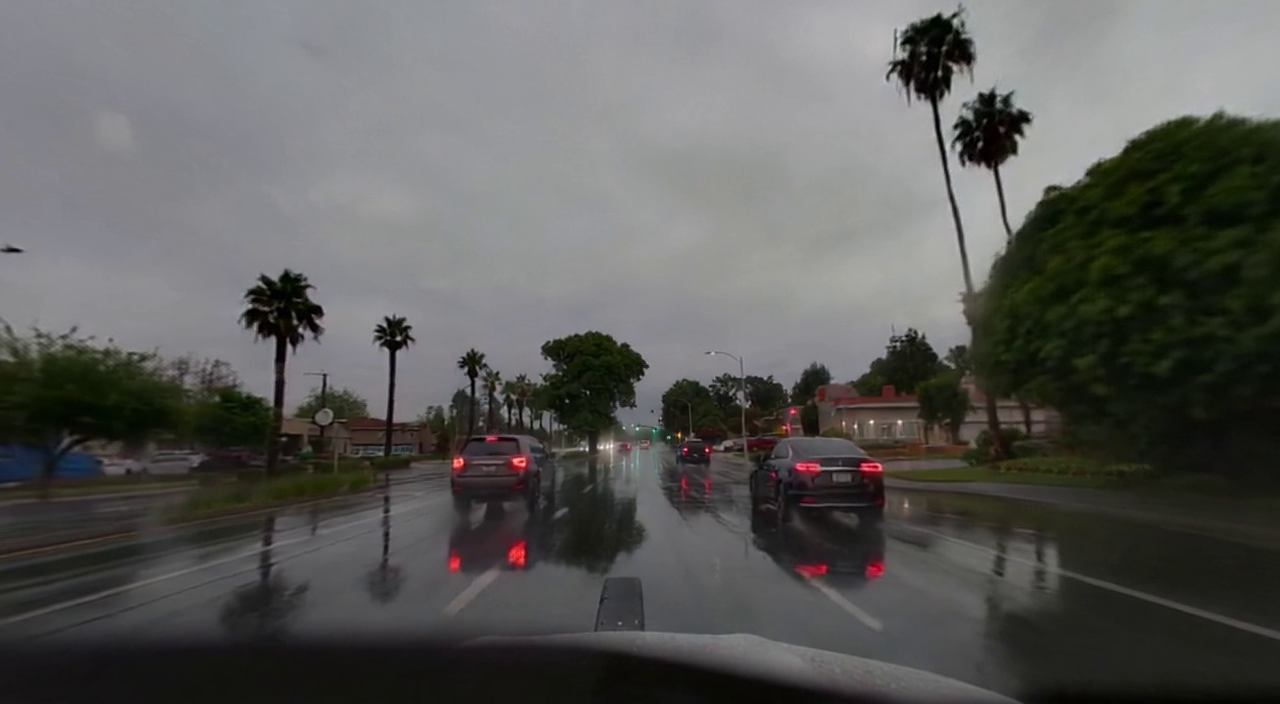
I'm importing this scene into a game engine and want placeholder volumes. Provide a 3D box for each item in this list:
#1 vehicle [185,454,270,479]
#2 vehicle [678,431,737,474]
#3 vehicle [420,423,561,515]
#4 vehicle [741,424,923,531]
[{"bbox_3d":[-29.092,8.083,44.505,4.586,1.513,1.973,-2,-9,-2],"label":"vehicle"},{"bbox_3d":[3.210,4.914,30.892,2.244,1.901,4.561,0,-8,-2],"label":"vehicle"},{"bbox_3d":[-3.168,2.589,14.414,2.084,1.735,4.528,0,-8,0],"label":"vehicle"},{"bbox_3d":[3.422,2.324,12.225,2.084,1.682,4.148,0,-8,-2],"label":"vehicle"}]
